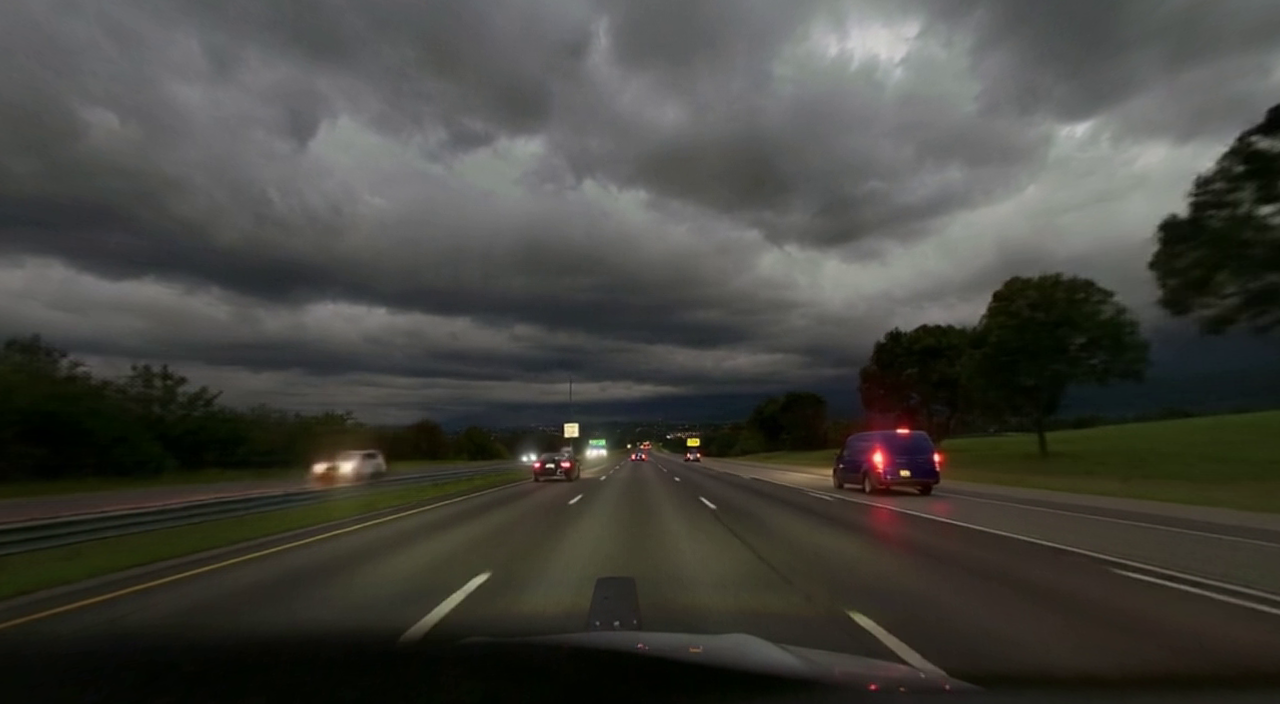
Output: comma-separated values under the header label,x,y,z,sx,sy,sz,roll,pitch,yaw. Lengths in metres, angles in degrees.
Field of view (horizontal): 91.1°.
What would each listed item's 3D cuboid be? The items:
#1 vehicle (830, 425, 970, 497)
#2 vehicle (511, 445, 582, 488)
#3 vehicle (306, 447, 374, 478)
label,x,y,z,sx,sy,sz,roll,pitch,yaw
vehicle,7.884,3.357,19.737,2.133,1.933,4.986,0,-9,-1
vehicle,-3.615,4.542,25.304,2.160,1.530,4.500,0,-9,0
vehicle,-15.132,5.629,31.928,1.719,1.389,3.700,-2,-10,-1
